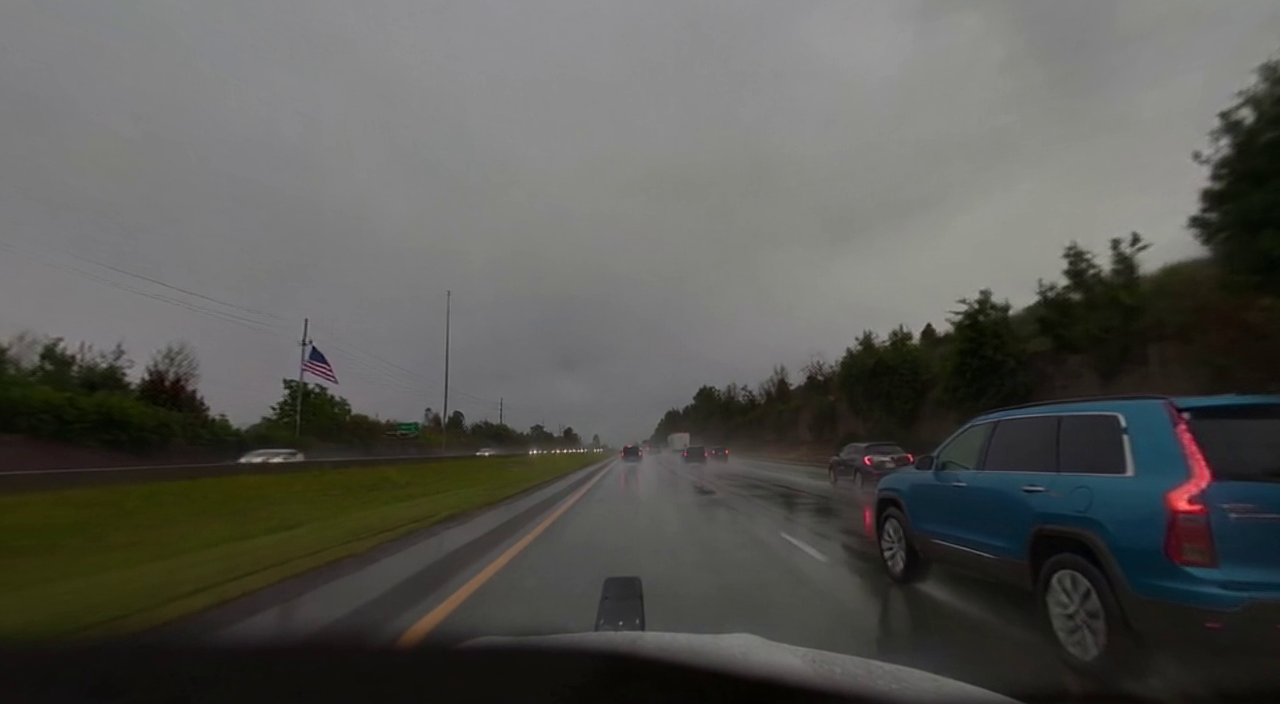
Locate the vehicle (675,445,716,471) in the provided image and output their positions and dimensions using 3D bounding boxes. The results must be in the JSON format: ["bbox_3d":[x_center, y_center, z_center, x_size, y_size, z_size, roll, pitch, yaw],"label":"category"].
[{"bbox_3d":[3.371,6.509,39.131,1.978,1.488,4.252,0,-8,-2],"label":"vehicle"}]

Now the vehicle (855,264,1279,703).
[{"bbox_3d":[3.727,0.906,4.097,2.461,2.013,6.075,0,-8,-1],"label":"vehicle"}]

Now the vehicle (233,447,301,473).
[{"bbox_3d":[-28.728,8.292,48.845,2.139,1.875,5.063,0,-8,0],"label":"vehicle"}]

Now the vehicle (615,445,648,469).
[{"bbox_3d":[-0.555,6.891,41.597,2.085,1.449,3.860,0,-8,-1],"label":"vehicle"}]
